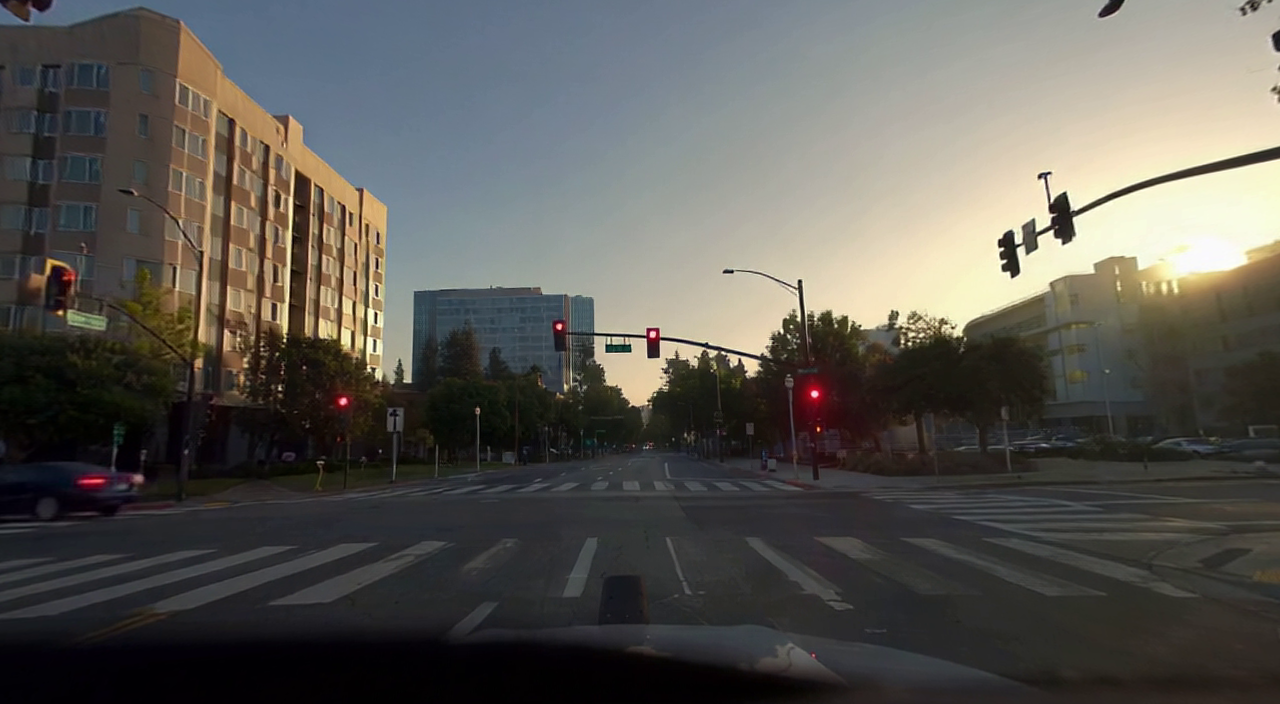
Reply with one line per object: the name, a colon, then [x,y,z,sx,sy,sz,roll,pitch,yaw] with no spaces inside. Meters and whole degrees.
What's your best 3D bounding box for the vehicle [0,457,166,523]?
vehicle: [-15.246,3.459,15.993,4.847,1.484,1.926,0,-8,1]
